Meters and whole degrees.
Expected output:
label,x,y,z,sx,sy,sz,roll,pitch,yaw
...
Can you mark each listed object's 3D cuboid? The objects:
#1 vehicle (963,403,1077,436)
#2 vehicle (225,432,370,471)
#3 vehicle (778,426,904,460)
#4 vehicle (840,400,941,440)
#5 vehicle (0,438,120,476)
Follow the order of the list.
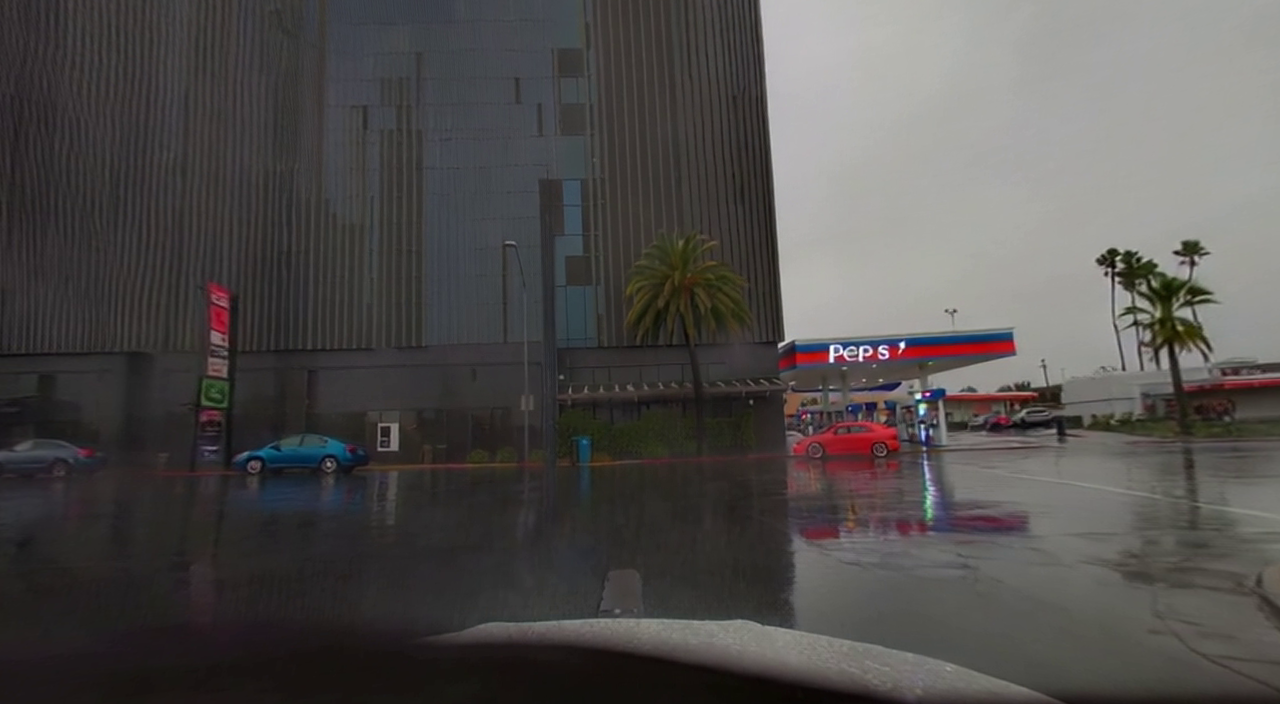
label,x,y,z,sx,sy,sz,roll,pitch,yaw
vehicle,28.555,5.077,47.607,7.026,2.329,2.545,1,-6,-4
vehicle,-13.937,4.068,25.881,4.857,1.497,1.811,0,-9,2
vehicle,8.581,3.927,27.202,4.782,1.371,1.763,1,-9,-6
vehicle,16.159,4.452,40.991,5.524,2.504,2.196,0,-9,-3
vehicle,-23.622,4.137,25.026,4.321,1.430,1.775,0,-9,-2
